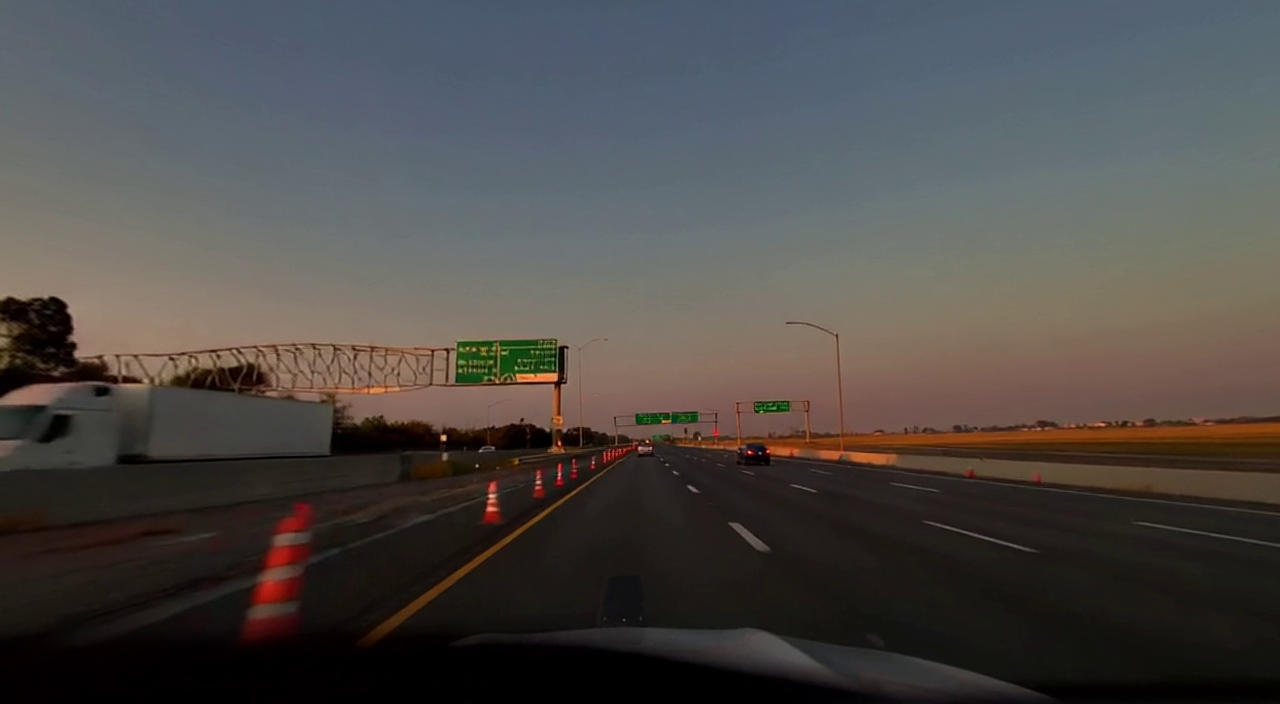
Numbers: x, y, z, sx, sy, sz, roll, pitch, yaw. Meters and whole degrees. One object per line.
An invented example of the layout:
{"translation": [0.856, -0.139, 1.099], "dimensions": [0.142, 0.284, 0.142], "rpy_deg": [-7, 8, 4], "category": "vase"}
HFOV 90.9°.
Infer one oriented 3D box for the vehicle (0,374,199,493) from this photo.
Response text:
{"translation": [-20.175, 3.017, 23.081], "dimensions": [3.033, 3.698, 6.780], "rpy_deg": [0, -8, 0], "category": "vehicle"}
